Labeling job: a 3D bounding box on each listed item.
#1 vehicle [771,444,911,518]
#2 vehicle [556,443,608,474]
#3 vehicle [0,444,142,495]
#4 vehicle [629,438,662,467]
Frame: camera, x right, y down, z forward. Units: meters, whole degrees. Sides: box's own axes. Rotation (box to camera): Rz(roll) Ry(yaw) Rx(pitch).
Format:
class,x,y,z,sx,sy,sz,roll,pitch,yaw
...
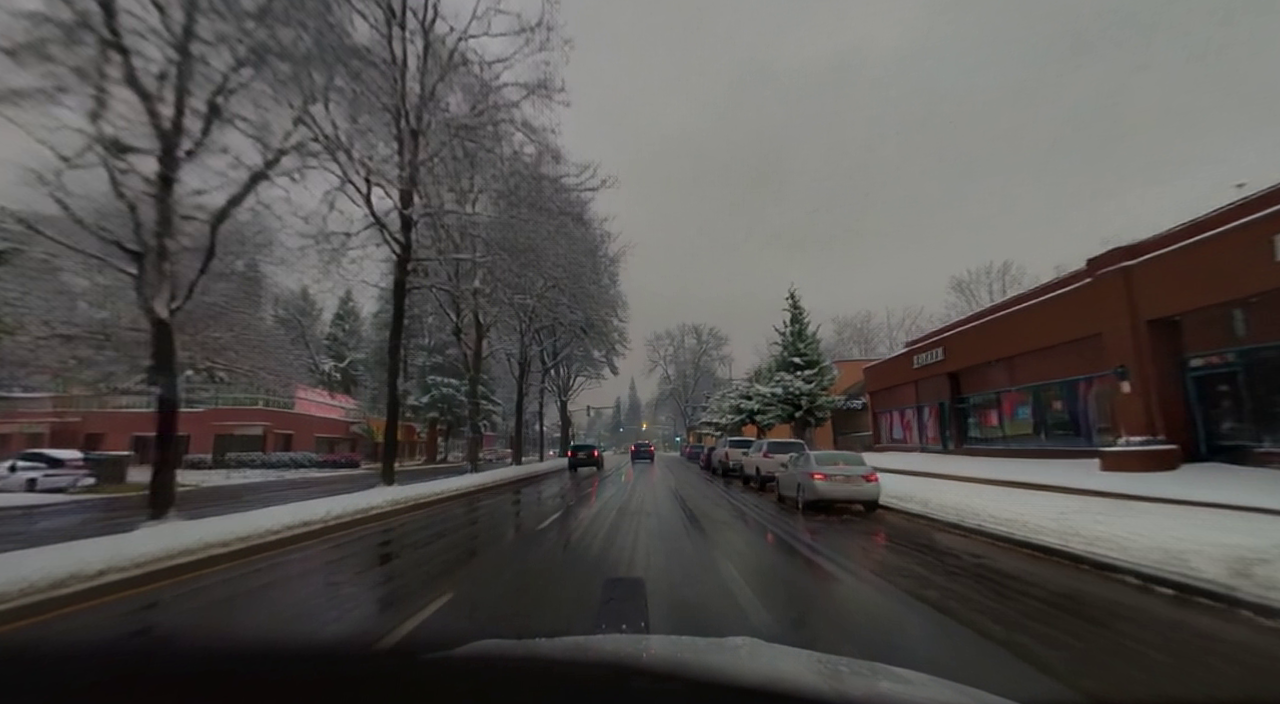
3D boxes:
class,x,y,z,sx,sy,sz,roll,pitch,yaw
vehicle,4.444,2.890,14.711,1.896,1.451,4.329,0,-9,1
vehicle,-2.926,5.485,32.814,2.151,1.484,4.468,0,-9,2
vehicle,-27.066,5.433,29.694,2.231,2.124,5.680,-1,-9,4
vehicle,0.377,6.568,41.297,2.075,1.770,4.018,0,-9,1
